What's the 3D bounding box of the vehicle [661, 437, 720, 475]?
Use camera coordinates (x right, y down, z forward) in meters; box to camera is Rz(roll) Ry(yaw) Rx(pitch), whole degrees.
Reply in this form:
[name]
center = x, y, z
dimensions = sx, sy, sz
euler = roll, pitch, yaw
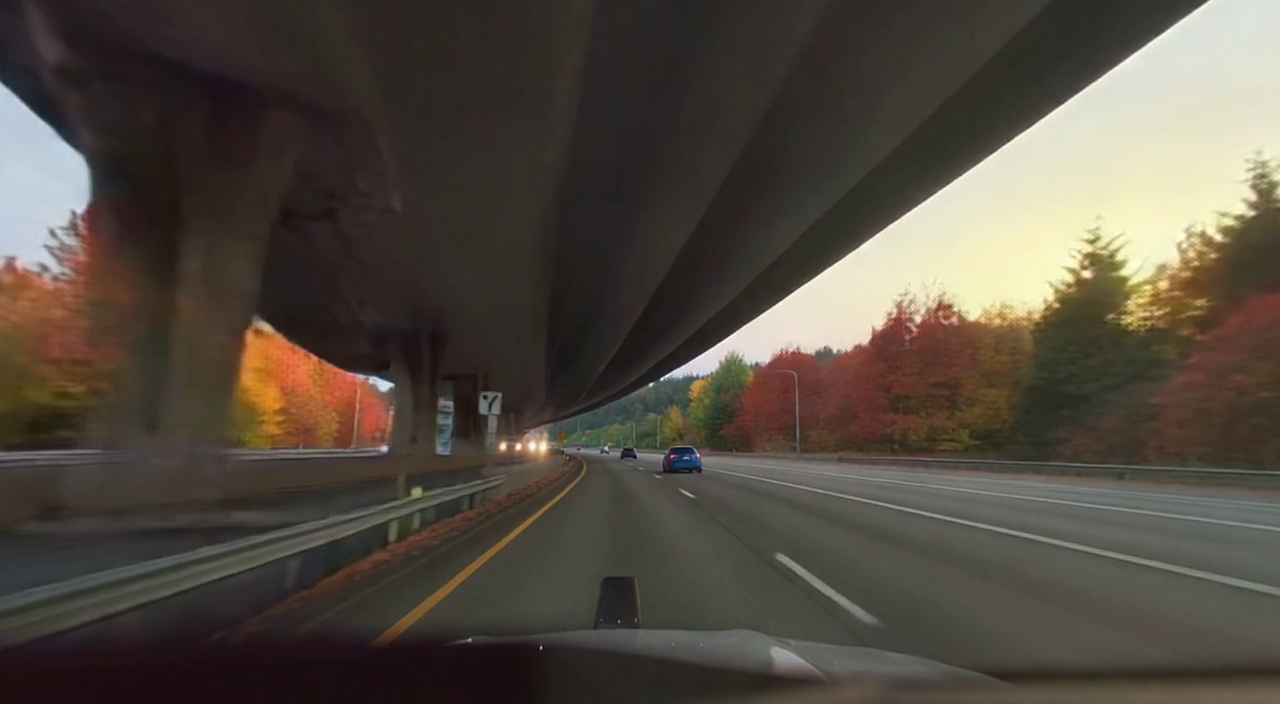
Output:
[vehicle]
center = 2.307, 4.978, 30.072
dimensions = 2.337, 1.633, 4.222
euler = 0, -9, -2
